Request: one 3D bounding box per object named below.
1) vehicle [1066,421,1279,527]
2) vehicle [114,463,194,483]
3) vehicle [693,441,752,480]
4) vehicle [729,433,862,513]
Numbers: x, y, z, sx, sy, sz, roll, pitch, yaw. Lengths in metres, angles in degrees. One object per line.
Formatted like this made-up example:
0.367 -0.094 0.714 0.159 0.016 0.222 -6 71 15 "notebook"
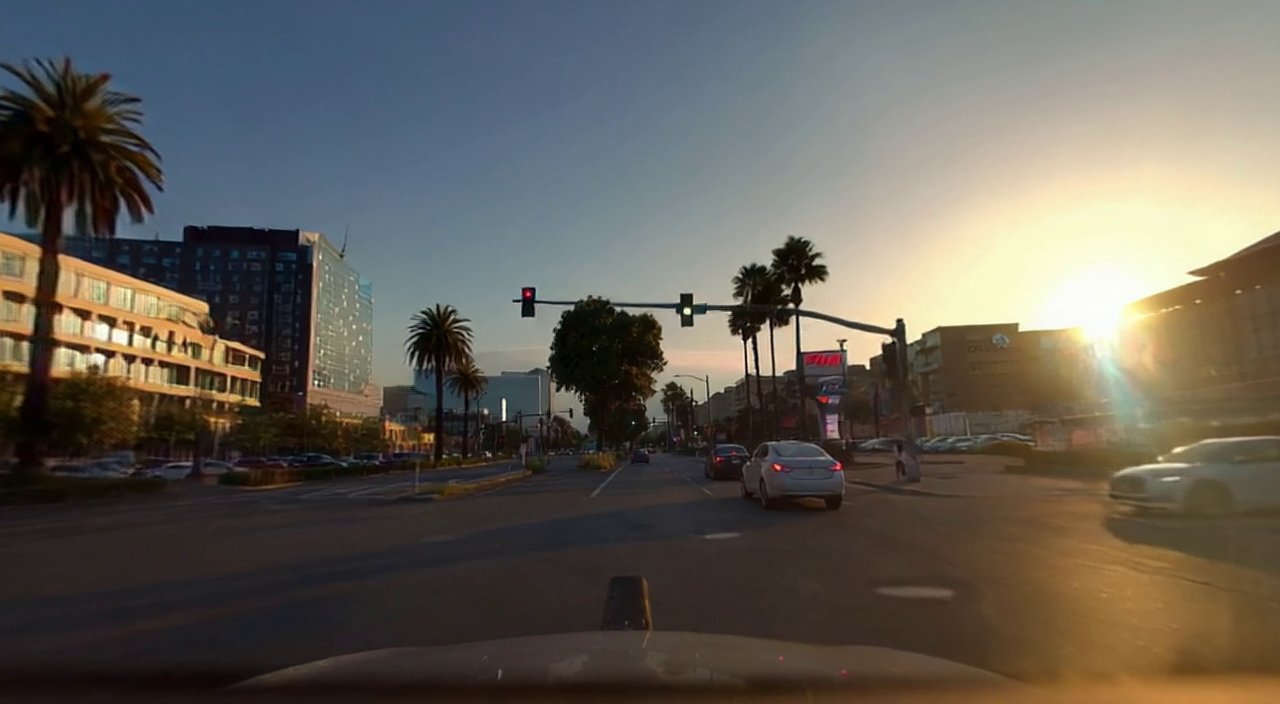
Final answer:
10.547 2.089 11.114 4.448 1.640 2.160 0 -8 0 "vehicle"
-38.033 9.458 49.384 4.648 1.484 1.908 0 -9 0 "vehicle"
3.372 4.541 26.655 1.870 1.467 4.800 0 -8 0 "vehicle"
3.329 2.663 14.365 1.931 1.534 4.126 0 -8 0 "vehicle"
